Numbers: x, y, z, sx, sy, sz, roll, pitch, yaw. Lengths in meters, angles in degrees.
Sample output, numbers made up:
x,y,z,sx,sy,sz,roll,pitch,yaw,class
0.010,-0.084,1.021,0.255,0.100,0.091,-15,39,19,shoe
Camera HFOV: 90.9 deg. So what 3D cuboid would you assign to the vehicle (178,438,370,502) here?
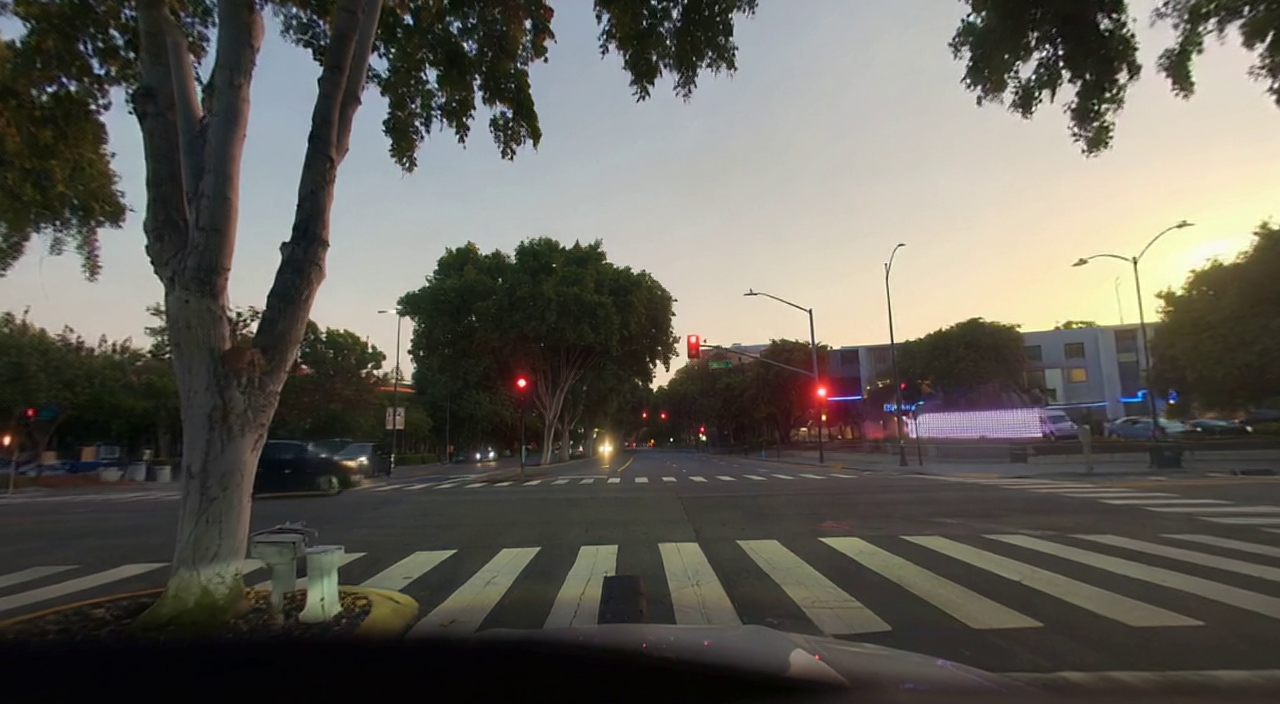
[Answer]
x,y,z,sx,sy,sz,roll,pitch,yaw,class
-10.522,3.398,18.603,4.569,1.658,2.153,3,-9,-24,vehicle
